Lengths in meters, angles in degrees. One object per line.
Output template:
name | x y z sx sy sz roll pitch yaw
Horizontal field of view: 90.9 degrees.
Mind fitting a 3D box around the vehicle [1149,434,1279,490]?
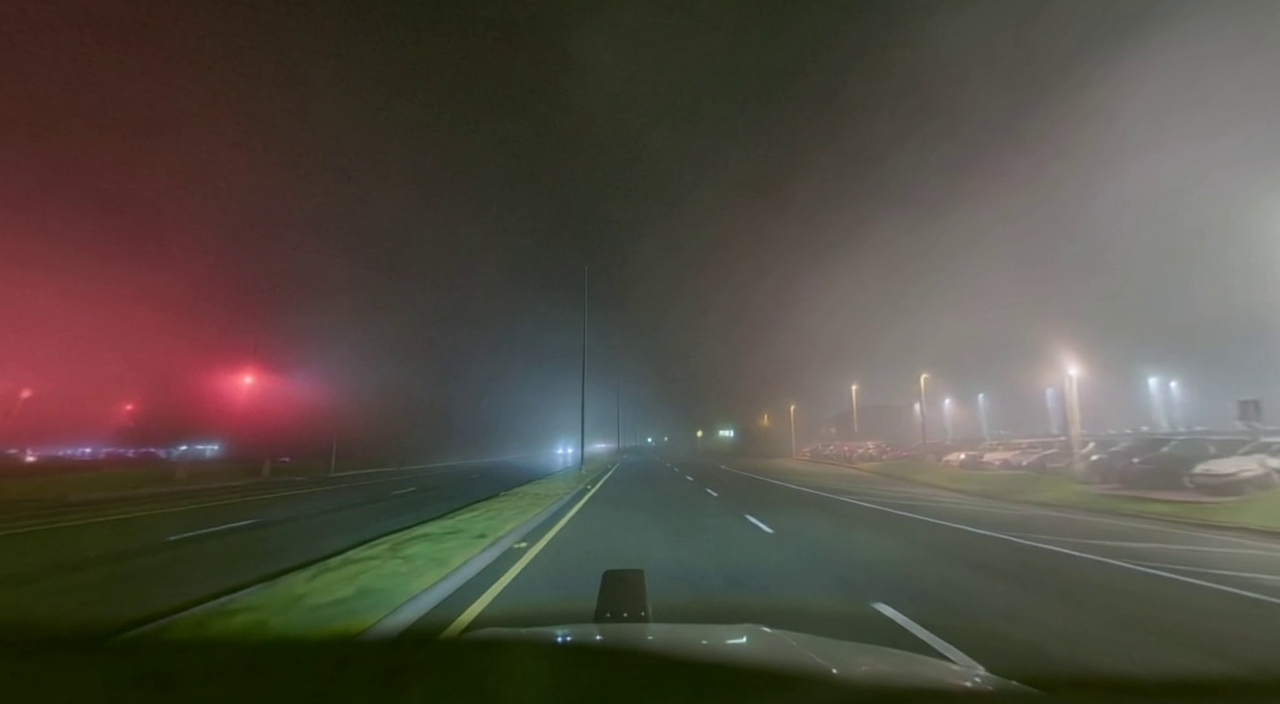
vehicle | 17.726 3.116 18.029 4.595 1.466 2.028 0 -9 -4
